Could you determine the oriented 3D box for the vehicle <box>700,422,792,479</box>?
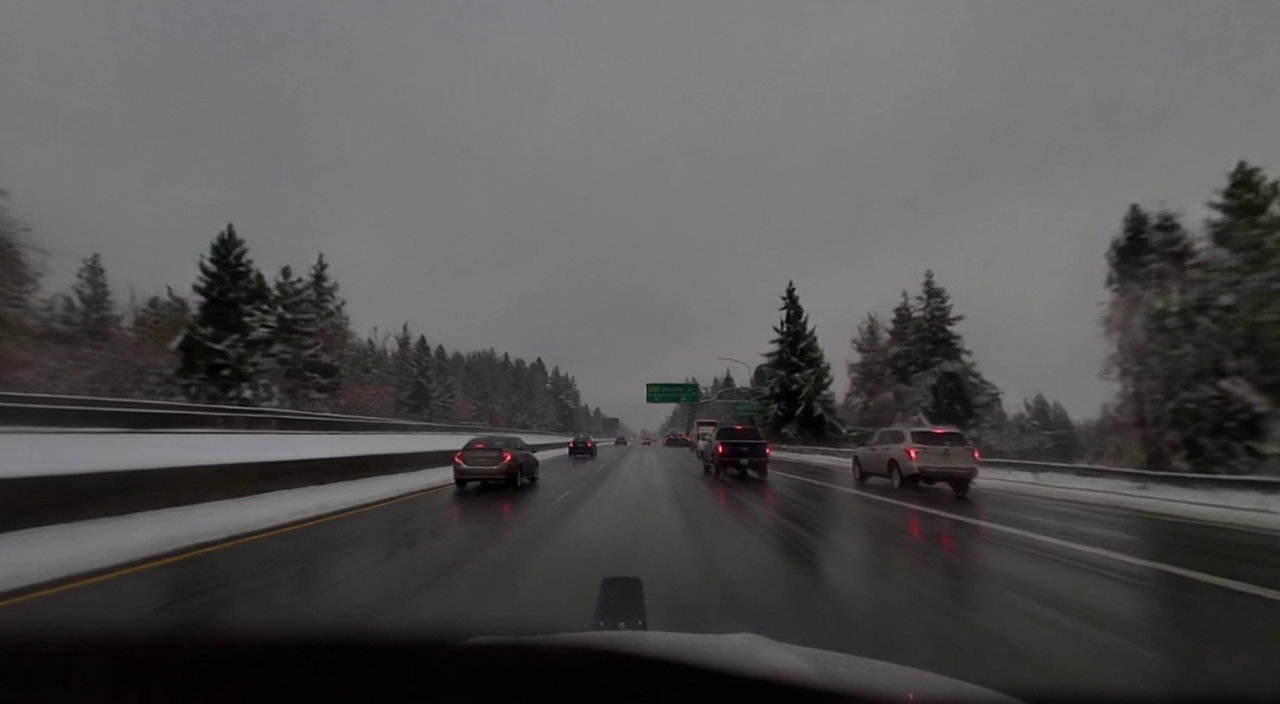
[{"bbox_3d":[3.861,3.767,24.283,2.517,1.935,5.552,0,-8,-1],"label":"vehicle"}]

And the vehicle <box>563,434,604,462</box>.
[{"bbox_3d":[-3.375,5.844,38.408,2.020,1.628,4.248,0,-8,2],"label":"vehicle"}]

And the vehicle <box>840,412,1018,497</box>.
[{"bbox_3d":[7.686,2.827,17.685,2.291,1.968,5.662,0,-8,0],"label":"vehicle"}]

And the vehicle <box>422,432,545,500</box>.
[{"bbox_3d":[-3.738,2.801,15.914,1.978,1.473,4.073,0,-8,1],"label":"vehicle"}]
